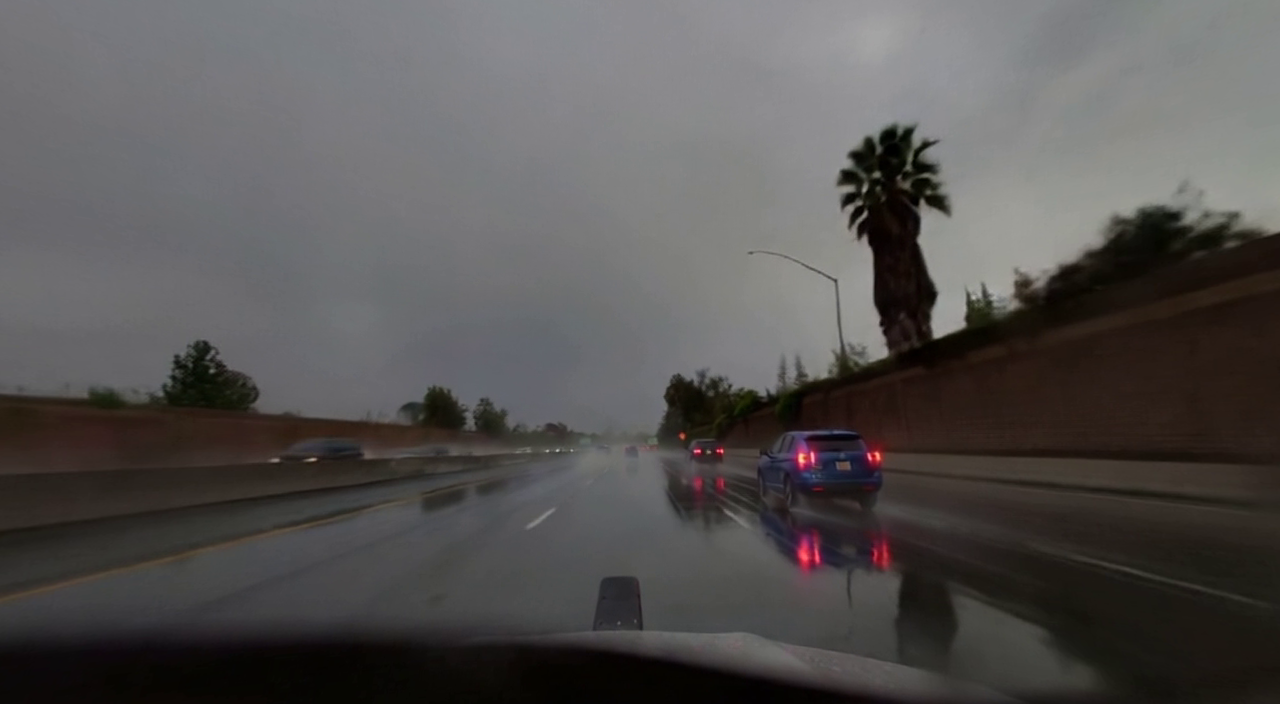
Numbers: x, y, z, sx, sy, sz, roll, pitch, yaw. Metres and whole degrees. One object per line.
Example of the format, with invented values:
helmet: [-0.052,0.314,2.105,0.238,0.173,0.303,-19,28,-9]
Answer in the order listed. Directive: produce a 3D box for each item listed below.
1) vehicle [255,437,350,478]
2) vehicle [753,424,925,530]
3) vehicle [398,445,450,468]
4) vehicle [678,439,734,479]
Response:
vehicle: [-19.839,6.220,37.587,2.314,2.179,5.976,0,-9,0]
vehicle: [3.580,2.323,12.329,1.910,1.696,4.187,0,-9,-1]
vehicle: [-15.980,7.736,47.111,2.018,1.635,5.236,0,-9,0]
vehicle: [2.997,4.964,29.549,2.045,1.688,4.313,0,-9,-2]
